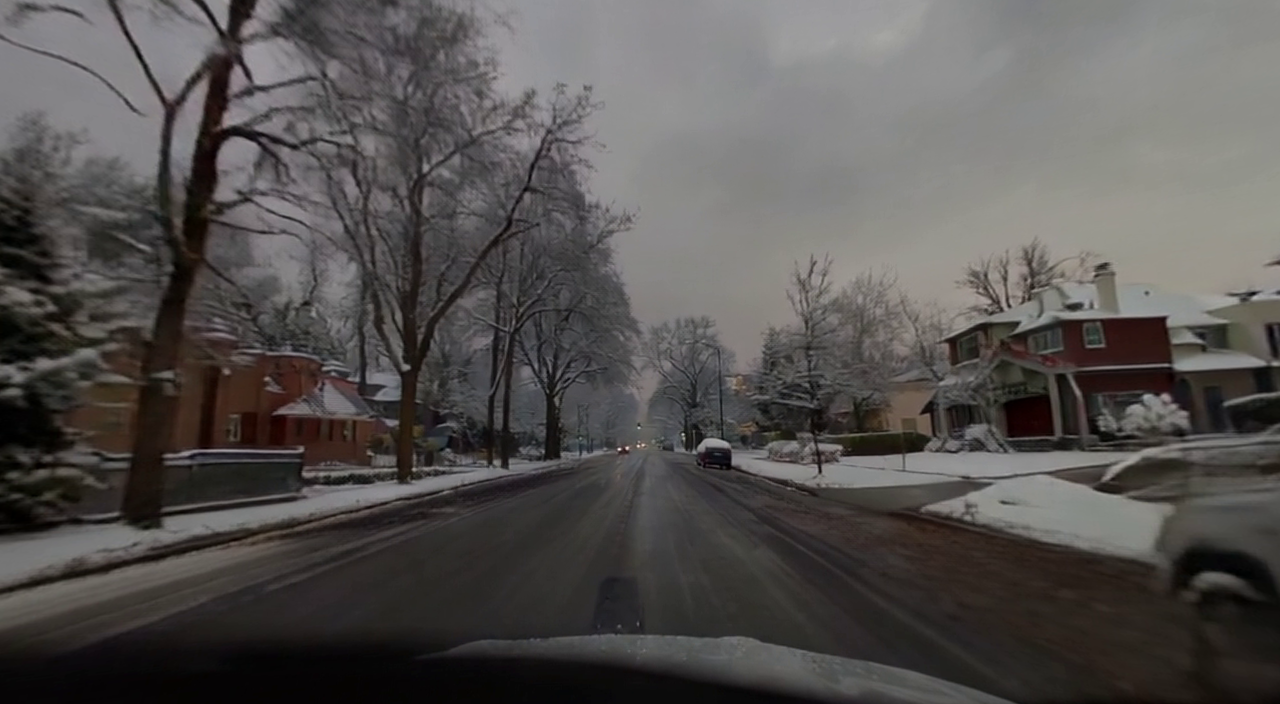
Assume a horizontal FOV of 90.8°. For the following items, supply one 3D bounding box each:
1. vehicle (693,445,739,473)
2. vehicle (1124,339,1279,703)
[{"bbox_3d":[4.209,6.013,35.690,2.013,1.473,4.329,0,-9,-1],"label":"vehicle"},{"bbox_3d":[3.661,0.595,1.119,2.055,1.738,4.448,0,-9,0],"label":"vehicle"}]
